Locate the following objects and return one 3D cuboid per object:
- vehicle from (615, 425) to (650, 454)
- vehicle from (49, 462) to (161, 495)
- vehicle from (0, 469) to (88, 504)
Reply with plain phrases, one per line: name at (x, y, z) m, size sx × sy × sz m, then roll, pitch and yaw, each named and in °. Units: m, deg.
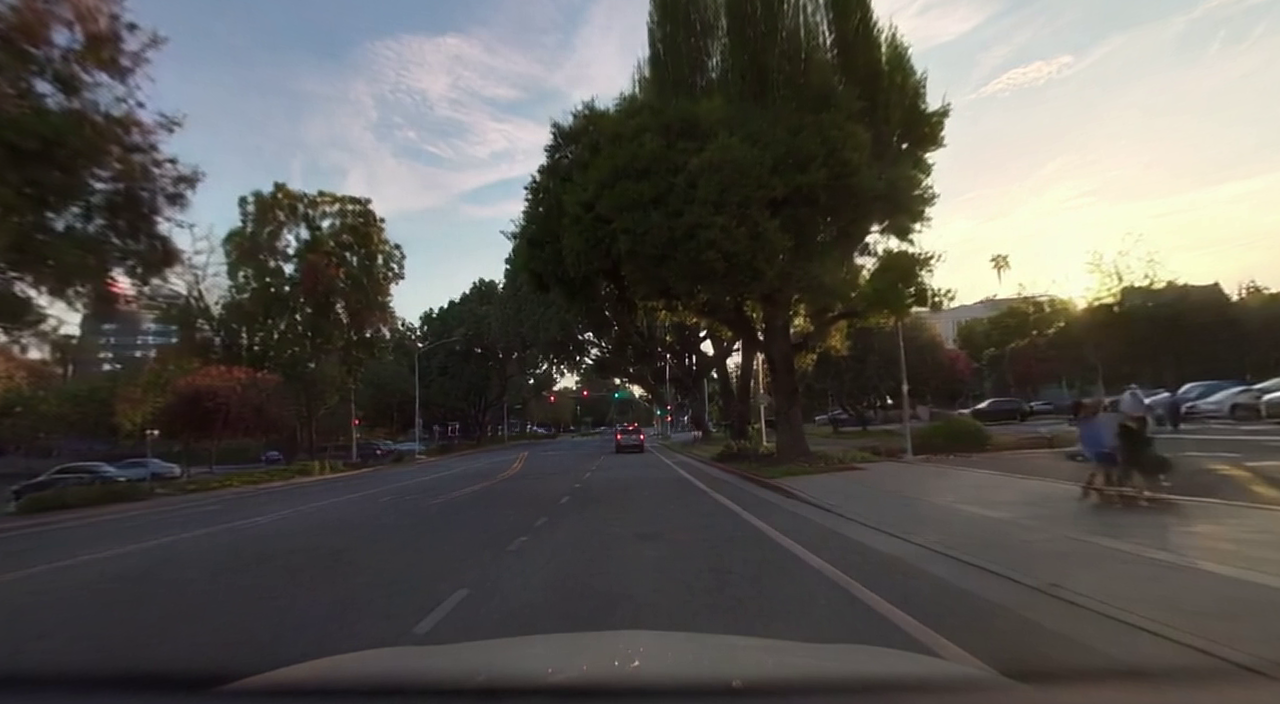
vehicle at (-0.569, 5.846, 42.141) m, size 2.228 × 1.790 × 4.180 m, roll 0°, pitch -8°, yaw -2°
vehicle at (-30.205, 7.146, 35.779) m, size 4.497 × 1.590 × 2.029 m, roll 0°, pitch -6°, yaw 1°
vehicle at (-29.769, 6.456, 30.548) m, size 3.921 × 1.526 × 2.156 m, roll 1°, pitch -8°, yaw -6°
